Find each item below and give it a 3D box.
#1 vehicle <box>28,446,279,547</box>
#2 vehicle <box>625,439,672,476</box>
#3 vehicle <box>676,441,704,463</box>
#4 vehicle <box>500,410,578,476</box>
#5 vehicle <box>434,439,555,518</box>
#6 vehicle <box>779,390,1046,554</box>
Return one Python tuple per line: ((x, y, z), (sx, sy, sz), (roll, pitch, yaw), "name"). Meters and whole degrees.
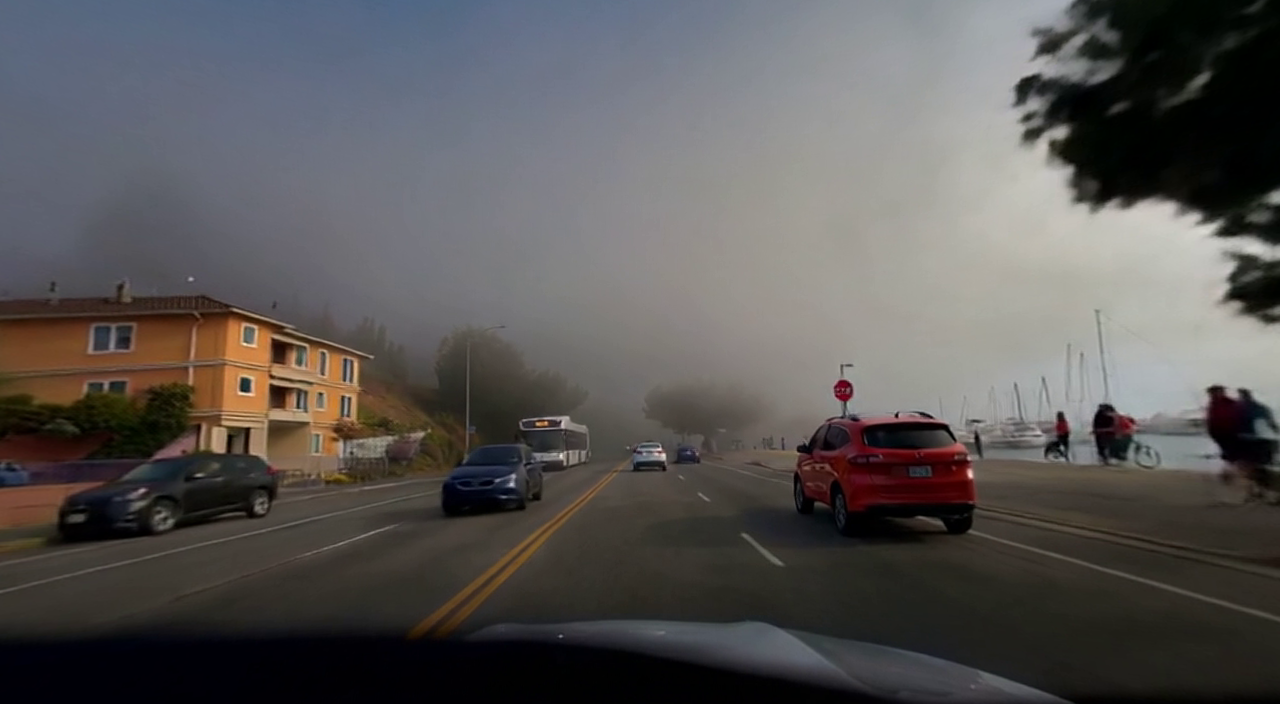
((-10.784, 3.150, 14.604), (2.107, 1.868, 4.690), (-1, -8, -1), "vehicle")
((0.359, 5.102, 30.798), (2.132, 1.632, 3.838), (-1, -8, -1), "vehicle")
((3.895, 7.873, 49.908), (1.876, 1.626, 3.851), (-1, -8, -1), "vehicle")
((-5.972, 5.638, 39.135), (3.102, 3.524, 9.830), (-1, -8, 1), "vehicle")
((-3.284, 2.907, 15.116), (1.893, 1.583, 4.107), (-1, -8, 1), "vehicle")
((3.557, 1.667, 9.361), (2.000, 1.809, 4.405), (-1, -8, 1), "vehicle")
